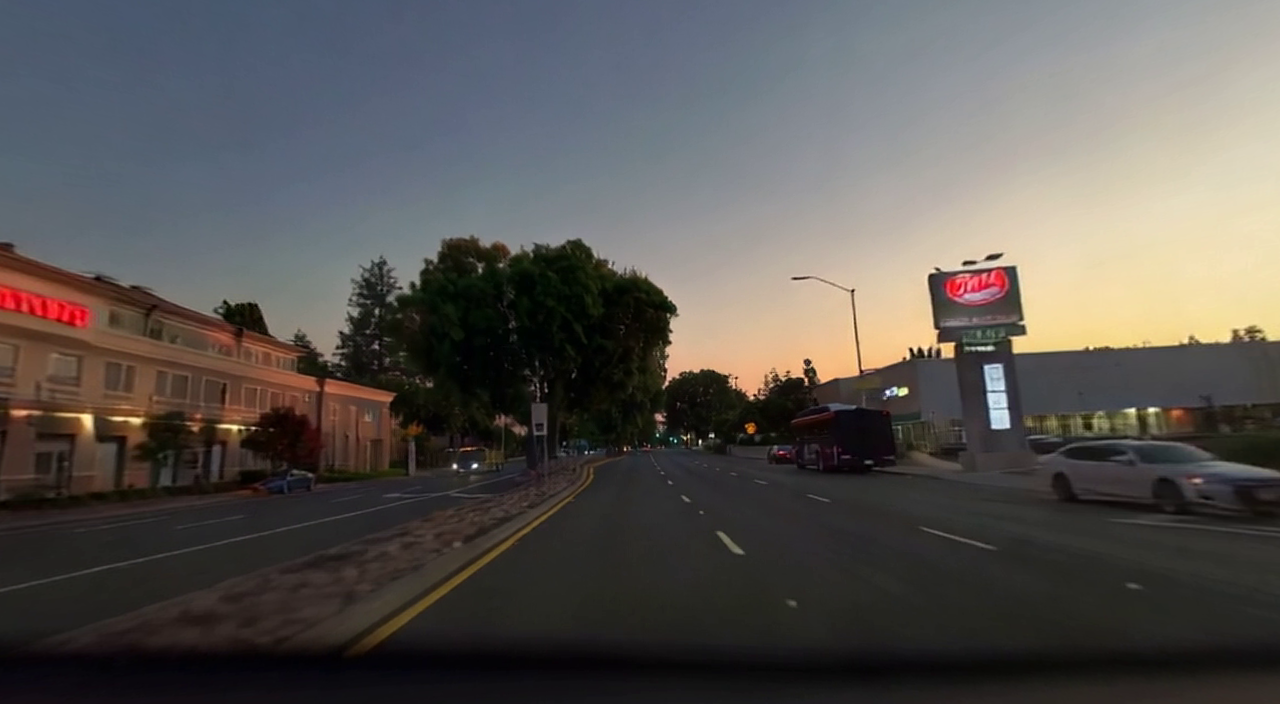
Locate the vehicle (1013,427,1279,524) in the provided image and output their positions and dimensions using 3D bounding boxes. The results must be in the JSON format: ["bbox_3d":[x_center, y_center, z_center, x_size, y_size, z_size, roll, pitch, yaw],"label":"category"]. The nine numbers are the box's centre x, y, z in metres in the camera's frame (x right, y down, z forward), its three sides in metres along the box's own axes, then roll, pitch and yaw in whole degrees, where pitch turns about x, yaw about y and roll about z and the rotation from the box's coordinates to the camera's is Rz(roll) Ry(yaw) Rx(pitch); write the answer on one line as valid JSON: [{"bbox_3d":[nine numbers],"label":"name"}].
[{"bbox_3d":[10.024,2.305,12.465,2.023,1.494,5.029,0,-9,-3],"label":"vehicle"}]

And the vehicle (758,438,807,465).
[{"bbox_3d":[9.727,6.859,43.648,2.147,1.781,5.063,0,-9,-1],"label":"vehicle"}]

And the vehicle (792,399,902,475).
[{"bbox_3d":[9.787,4.210,30.901,2.923,3.249,6.993,0,-9,0],"label":"vehicle"}]

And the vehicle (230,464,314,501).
[{"bbox_3d":[-19.552,6.926,33.810,1.984,1.578,4.507,-3,-8,-2],"label":"vehicle"}]
